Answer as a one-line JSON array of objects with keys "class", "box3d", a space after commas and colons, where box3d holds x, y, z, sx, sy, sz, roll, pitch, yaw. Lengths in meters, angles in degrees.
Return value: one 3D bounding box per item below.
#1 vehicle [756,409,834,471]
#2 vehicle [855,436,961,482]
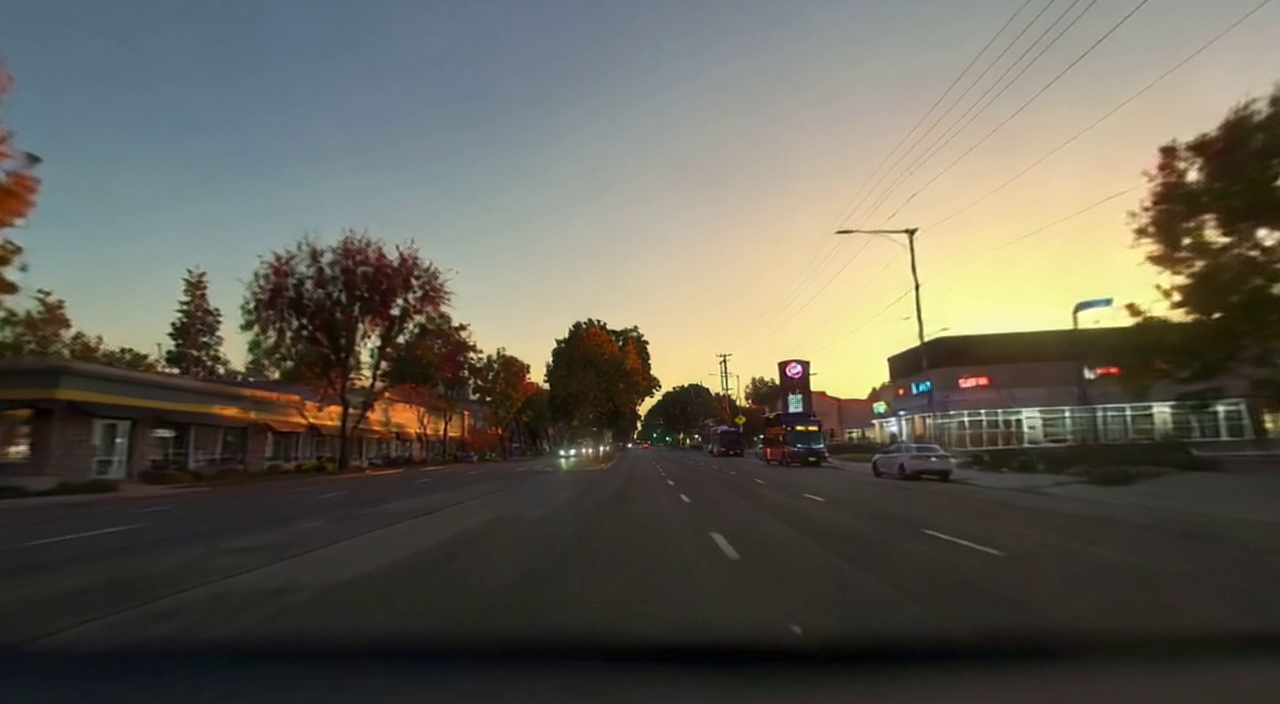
[{"class": "vehicle", "box3d": [9.900, 5.797, 41.370, 2.897, 3.584, 7.857, 1, -8, -2]}, {"class": "vehicle", "box3d": [10.238, 4.111, 24.581, 2.085, 1.630, 4.403, 0, -8, -1]}]
